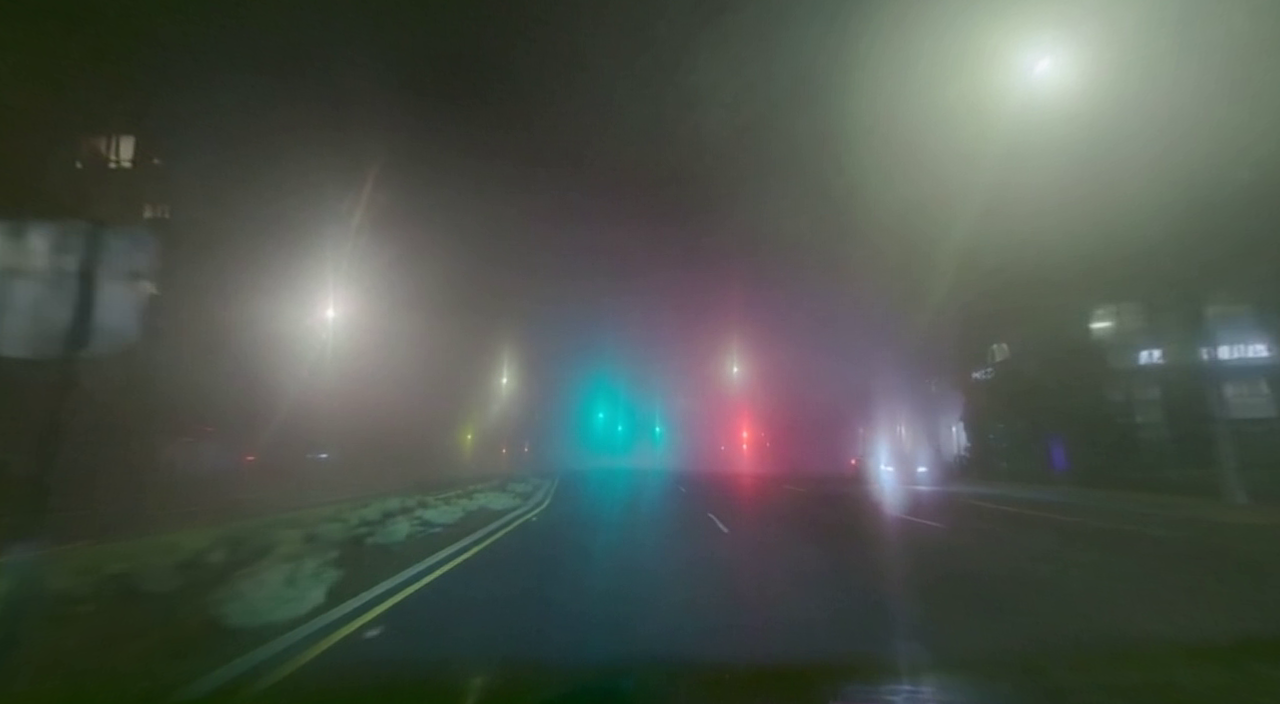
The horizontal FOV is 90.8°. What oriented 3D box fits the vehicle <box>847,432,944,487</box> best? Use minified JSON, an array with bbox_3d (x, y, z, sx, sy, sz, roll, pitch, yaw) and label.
[{"bbox_3d":[10.016,4.283,25.201,2.101,1.957,4.718,0,-9,3],"label":"vehicle"}]
